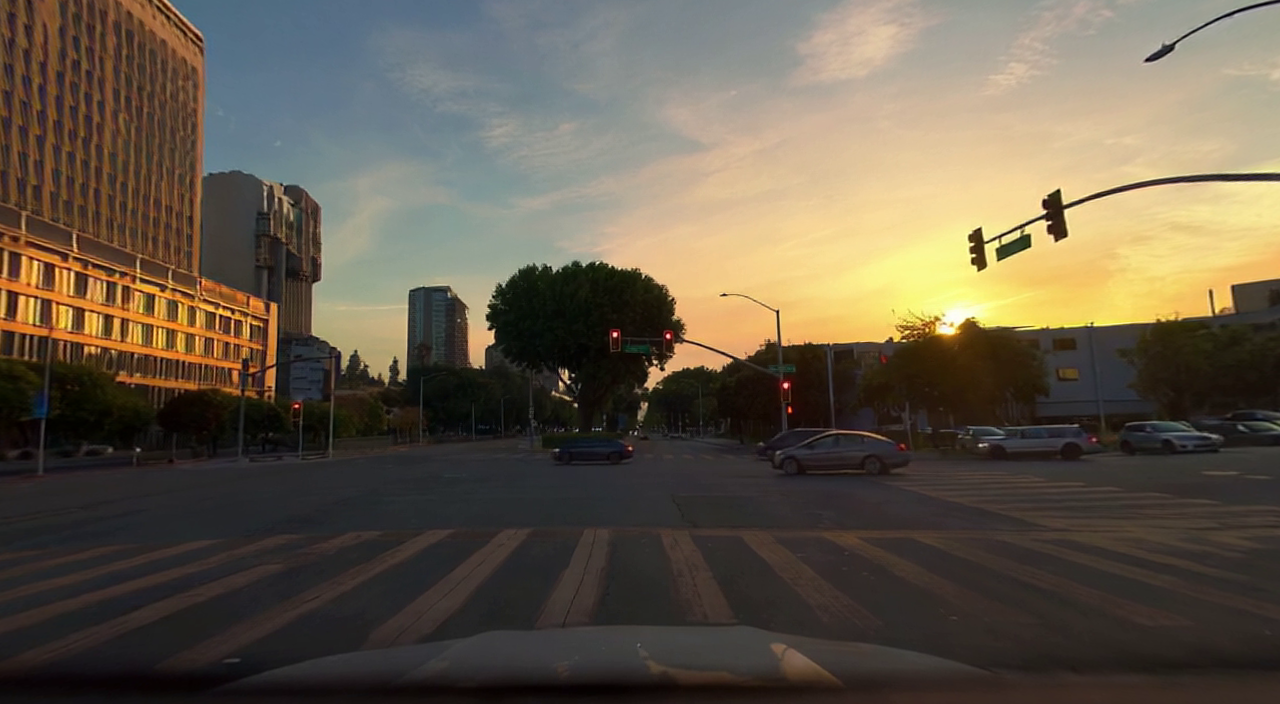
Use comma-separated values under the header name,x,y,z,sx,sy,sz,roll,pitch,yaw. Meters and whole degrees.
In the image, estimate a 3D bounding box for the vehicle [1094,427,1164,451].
name,x,y,z,sx,sy,sz,roll,pitch,yaw
vehicle,33.188,5.931,43.051,2.090,1.494,4.321,-2,-9,13

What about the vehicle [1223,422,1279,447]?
name,x,y,z,sx,sy,sz,roll,pitch,yaw
vehicle,42.251,5.494,41.975,2.037,1.614,5.175,0,-8,0

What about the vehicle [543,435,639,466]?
name,x,y,z,sx,sy,sz,roll,pitch,yaw
vehicle,-2.132,4.410,28.220,4.046,1.306,1.719,-1,-8,4

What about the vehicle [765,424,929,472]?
name,x,y,z,sx,sy,sz,roll,pitch,yaw
vehicle,6.934,3.259,21.498,4.916,1.504,1.846,0,-8,-4

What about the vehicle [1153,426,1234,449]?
name,x,y,z,sx,sy,sz,roll,pitch,yaw
vehicle,36.552,5.684,41.869,1.726,1.429,4.163,-1,-8,2

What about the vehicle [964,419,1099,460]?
name,x,y,z,sx,sy,sz,roll,pitch,yaw
vehicle,17.177,3.866,27.936,4.571,1.698,1.977,-1,-8,6
